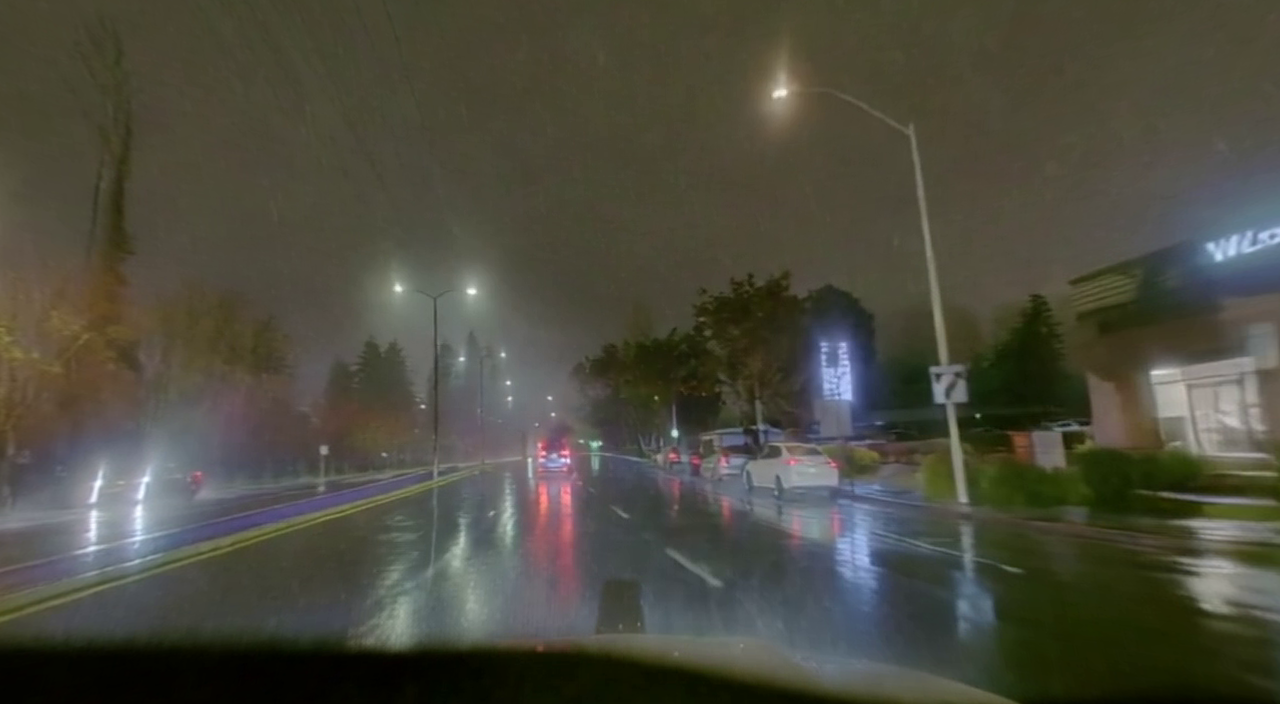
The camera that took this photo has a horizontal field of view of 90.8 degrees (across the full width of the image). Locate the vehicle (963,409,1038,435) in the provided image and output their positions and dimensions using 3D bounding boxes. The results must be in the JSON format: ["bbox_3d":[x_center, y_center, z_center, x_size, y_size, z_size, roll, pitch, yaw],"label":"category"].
[{"bbox_3d":[25.311,4.976,44.580,2.175,1.626,4.598,1,-8,-7],"label":"vehicle"}]

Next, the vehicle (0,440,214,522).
[{"bbox_3d":[-13.535,3.181,16.271,2.275,1.752,4.858,1,-8,-8],"label":"vehicle"}]

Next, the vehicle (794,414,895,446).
[{"bbox_3d":[11.354,4.377,35.200,4.851,1.737,2.189,2,-9,-11],"label":"vehicle"}]

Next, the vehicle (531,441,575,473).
[{"bbox_3d":[-4.935,5.795,35.261,2.197,1.642,4.312,2,-9,-11],"label":"vehicle"}]
